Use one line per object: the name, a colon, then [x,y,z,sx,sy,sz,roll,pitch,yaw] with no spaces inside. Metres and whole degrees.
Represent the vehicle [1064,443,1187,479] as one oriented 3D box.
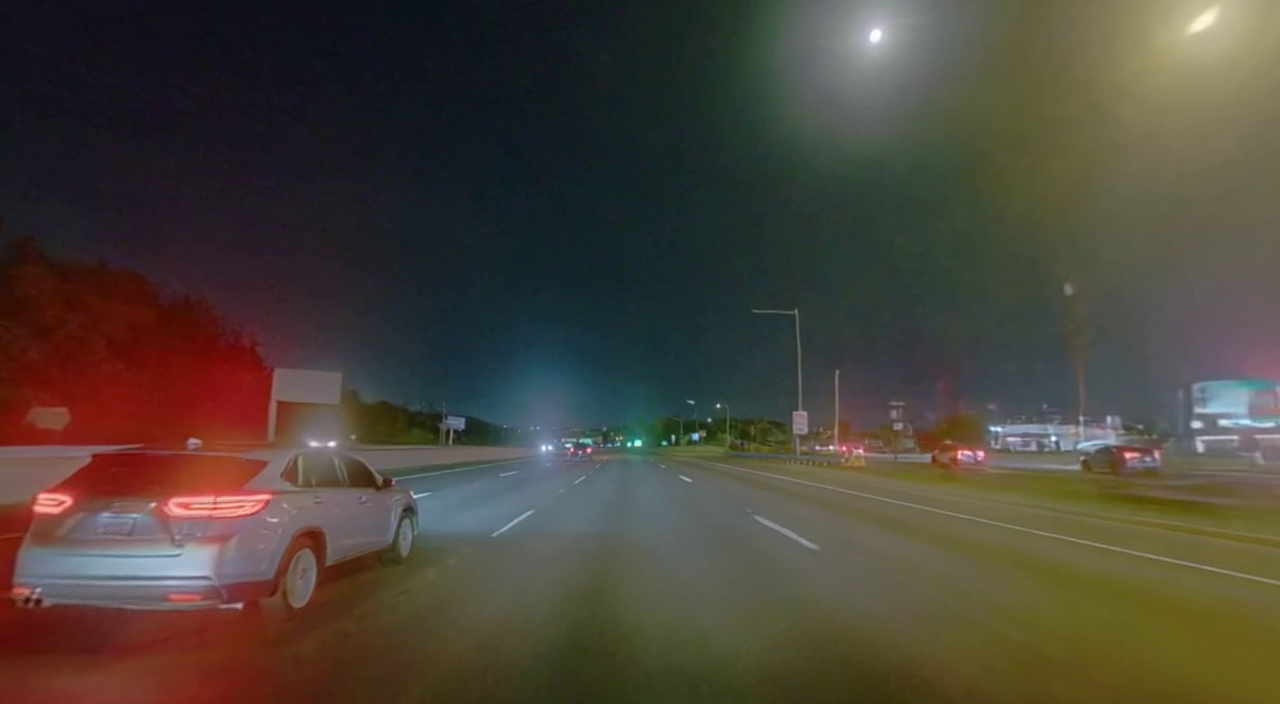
vehicle: [26.081,5.844,34.218,1.972,1.749,5.464,1,-8,-6]
